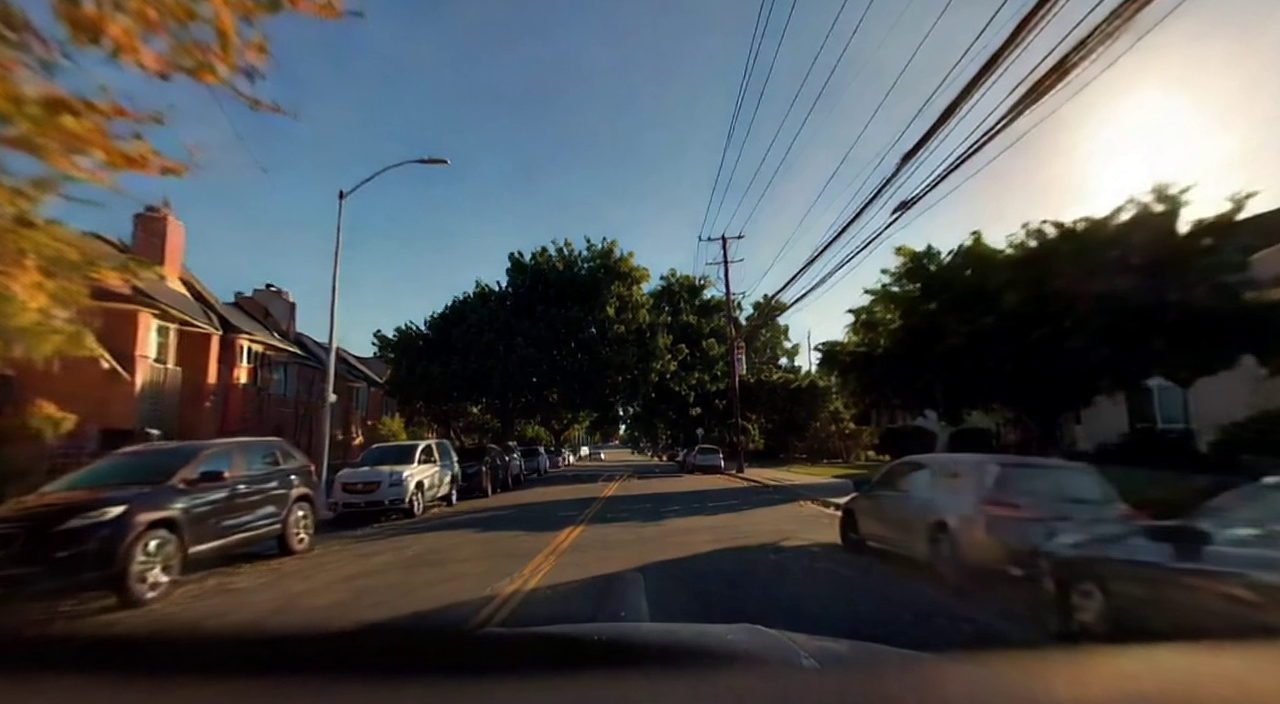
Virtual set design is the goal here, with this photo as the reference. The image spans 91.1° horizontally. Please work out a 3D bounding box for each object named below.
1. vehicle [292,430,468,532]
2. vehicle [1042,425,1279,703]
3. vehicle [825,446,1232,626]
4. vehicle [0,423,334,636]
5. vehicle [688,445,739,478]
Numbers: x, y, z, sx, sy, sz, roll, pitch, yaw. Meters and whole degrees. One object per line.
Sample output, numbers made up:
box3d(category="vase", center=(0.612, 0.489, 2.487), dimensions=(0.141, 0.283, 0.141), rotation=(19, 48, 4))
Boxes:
box3d(category="vehicle", center=(-6.235, 3.169, 15.995), dimensions=(2.120, 1.989, 5.616), rotation=(-3, -10, 0))
box3d(category="vehicle", center=(3.821, 0.973, 2.111), dimensions=(1.868, 1.494, 4.652), rotation=(0, -9, 0))
box3d(category="vehicle", center=(3.818, 1.823, 7.271), dimensions=(1.901, 1.439, 4.131), rotation=(0, -9, -3))
box3d(category="vehicle", center=(-6.192, 1.957, 8.140), dimensions=(2.056, 1.876, 4.824), rotation=(-2, -8, 0))
box3d(category="vehicle", center=(4.000, 6.029, 34.817), dimensions=(2.328, 1.730, 4.225), rotation=(0, -9, 0))
